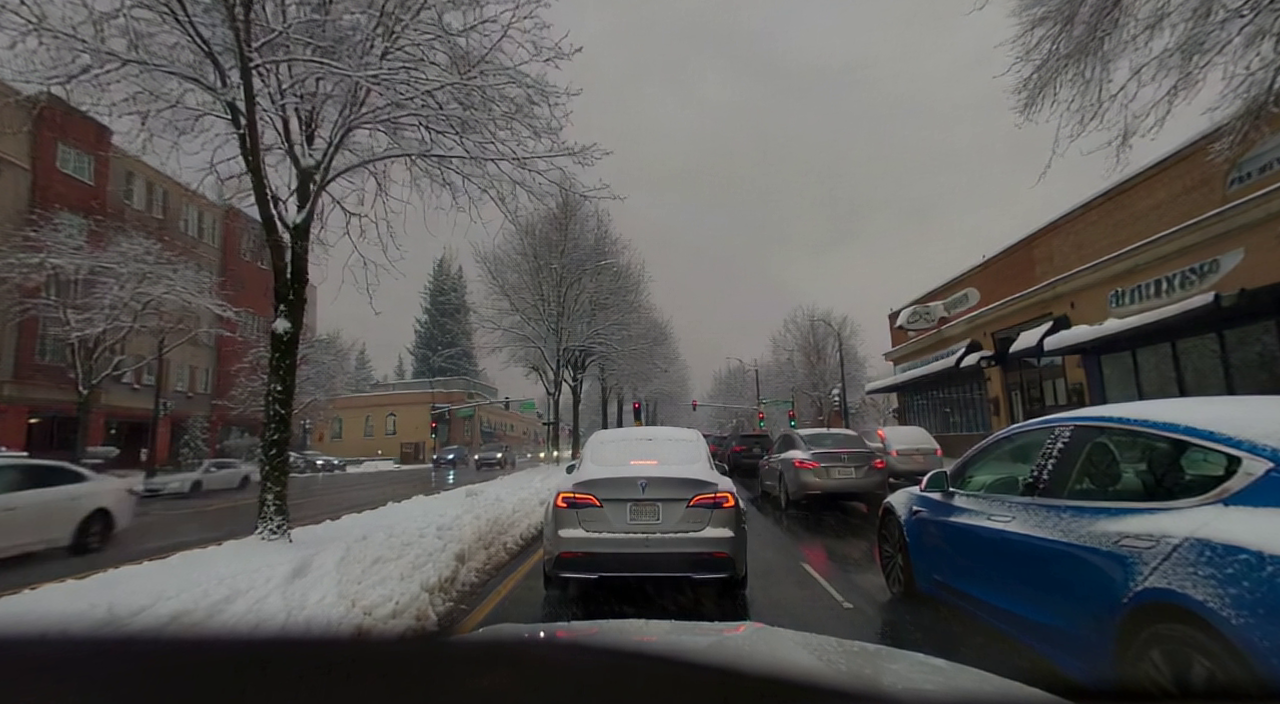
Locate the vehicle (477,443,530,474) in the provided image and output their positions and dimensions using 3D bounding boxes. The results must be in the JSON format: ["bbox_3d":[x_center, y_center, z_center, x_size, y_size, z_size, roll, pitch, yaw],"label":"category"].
[{"bbox_3d":[-7.678,6.011,35.883,1.999,1.662,4.291,0,-8,1],"label":"vehicle"}]

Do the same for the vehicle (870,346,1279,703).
[{"bbox_3d":[3.186,1.033,3.625,2.038,1.651,4.455,0,-8,0],"label":"vehicle"}]

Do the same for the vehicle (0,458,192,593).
[{"bbox_3d":[-7.951,1.990,7.395,2.089,1.381,4.477,0,-8,0],"label":"vehicle"}]

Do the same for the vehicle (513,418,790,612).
[{"bbox_3d":[0.101,1.555,6.911,2.137,1.488,3.938,0,-8,0],"label":"vehicle"}]
